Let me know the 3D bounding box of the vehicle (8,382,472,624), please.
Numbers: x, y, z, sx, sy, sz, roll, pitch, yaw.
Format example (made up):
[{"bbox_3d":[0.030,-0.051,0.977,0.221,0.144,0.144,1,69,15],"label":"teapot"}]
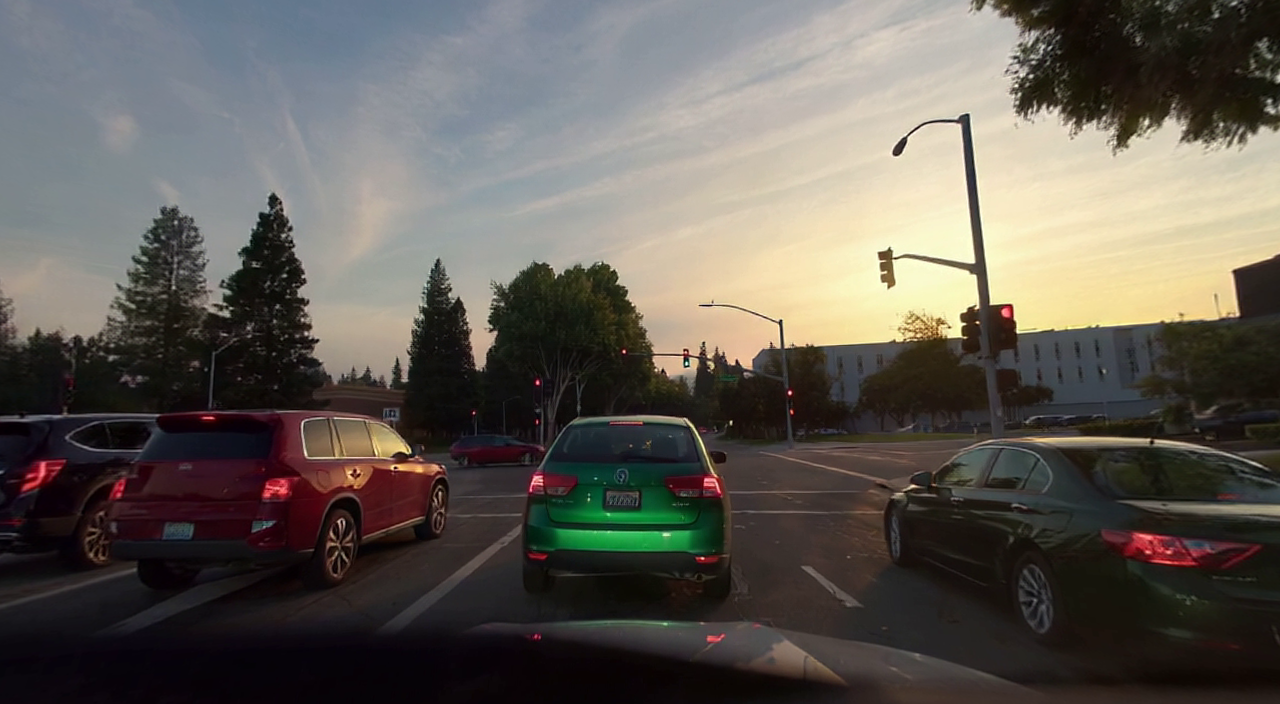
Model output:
[{"bbox_3d":[-3.553,1.422,6.862,2.014,1.755,4.360,0,-8,3],"label":"vehicle"}]

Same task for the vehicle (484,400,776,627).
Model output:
[{"bbox_3d":[-0.047,1.402,6.307,2.047,1.579,3.642,0,-8,1],"label":"vehicle"}]

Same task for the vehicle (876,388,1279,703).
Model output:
[{"bbox_3d":[3.584,1.205,4.605,2.010,1.486,4.498,0,-8,1],"label":"vehicle"}]
